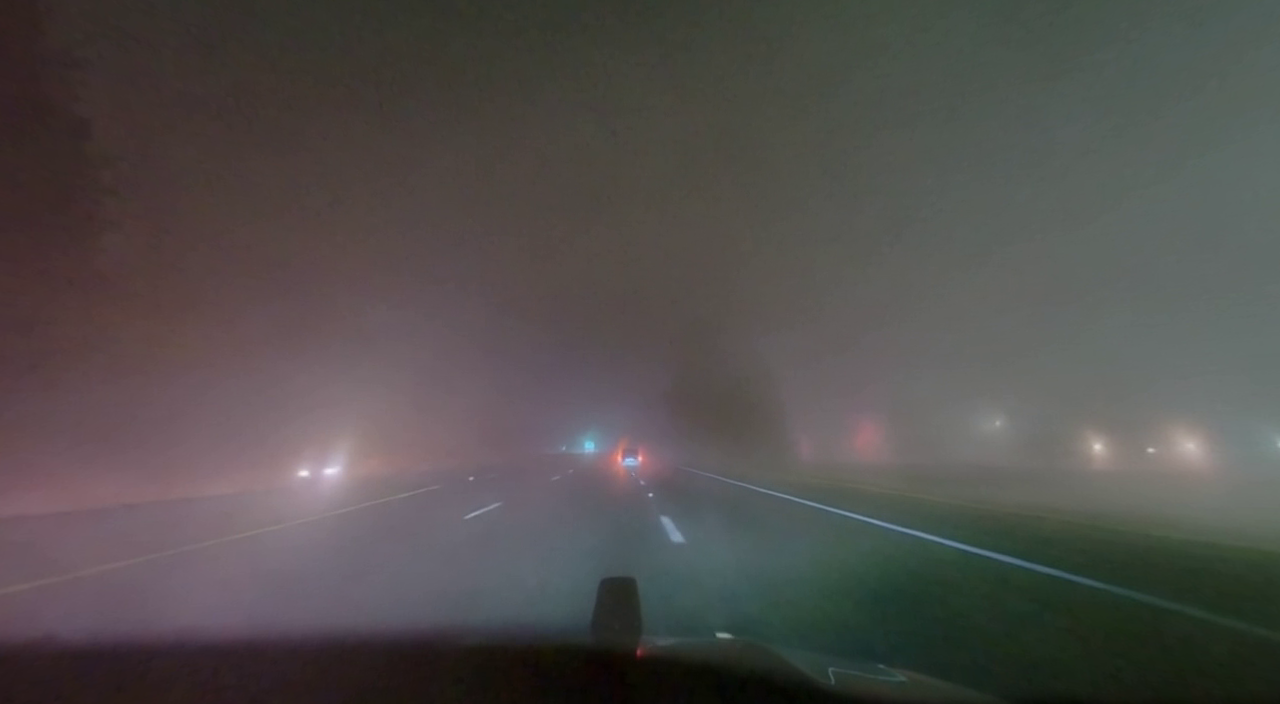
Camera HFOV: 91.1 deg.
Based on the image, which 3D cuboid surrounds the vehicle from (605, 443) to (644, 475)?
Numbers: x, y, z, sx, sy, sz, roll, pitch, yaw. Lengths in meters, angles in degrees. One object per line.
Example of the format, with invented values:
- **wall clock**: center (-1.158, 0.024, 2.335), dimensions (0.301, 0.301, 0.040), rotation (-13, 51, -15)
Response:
- **vehicle**: center (-0.837, 6.157, 36.334), dimensions (2.120, 1.715, 4.153), rotation (0, -9, 0)

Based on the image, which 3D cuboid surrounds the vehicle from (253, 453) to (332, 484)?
- **vehicle**: center (-18.318, 6.141, 33.344), dimensions (1.856, 1.463, 4.226), rotation (0, -9, -1)
